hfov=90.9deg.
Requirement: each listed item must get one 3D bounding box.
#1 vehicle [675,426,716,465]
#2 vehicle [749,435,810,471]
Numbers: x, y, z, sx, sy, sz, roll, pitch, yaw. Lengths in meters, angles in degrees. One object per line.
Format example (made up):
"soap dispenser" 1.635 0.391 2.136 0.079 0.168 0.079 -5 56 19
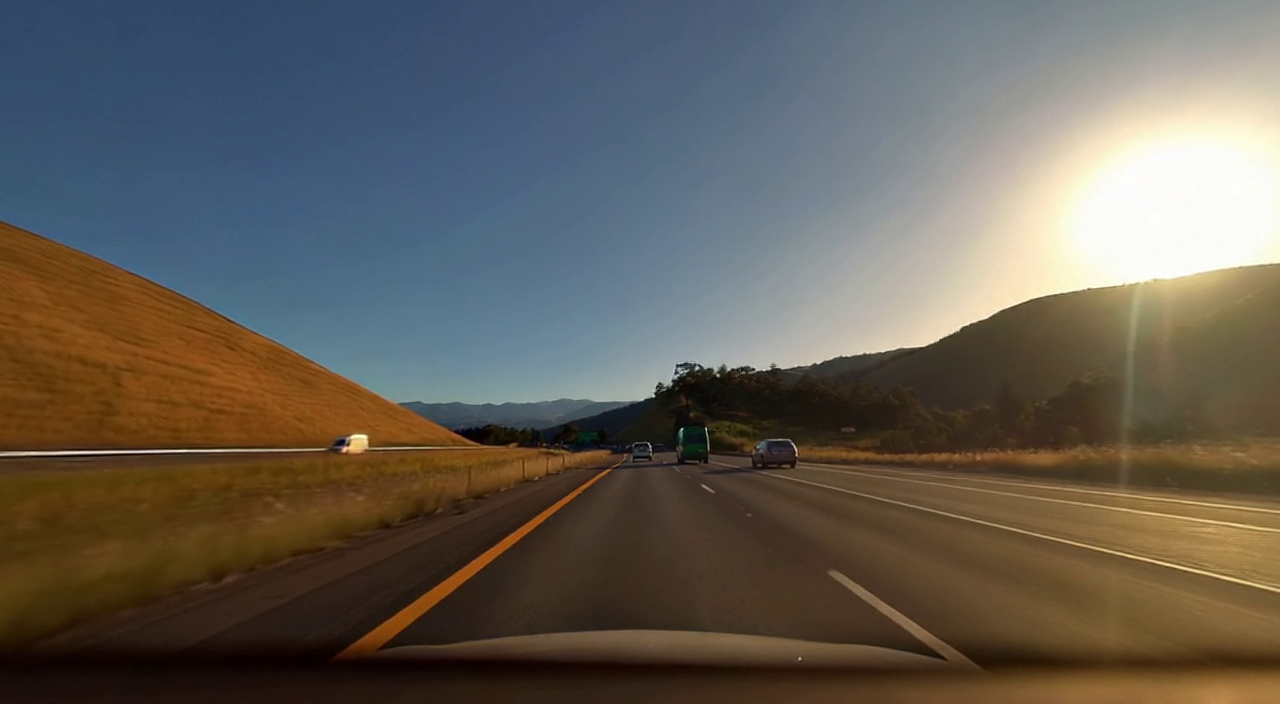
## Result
"vehicle" 3.933 6.825 46.074 2.302 2.670 6.176 0 -8 -1
"vehicle" 7.955 5.814 36.522 2.240 1.925 4.854 0 -8 -2
